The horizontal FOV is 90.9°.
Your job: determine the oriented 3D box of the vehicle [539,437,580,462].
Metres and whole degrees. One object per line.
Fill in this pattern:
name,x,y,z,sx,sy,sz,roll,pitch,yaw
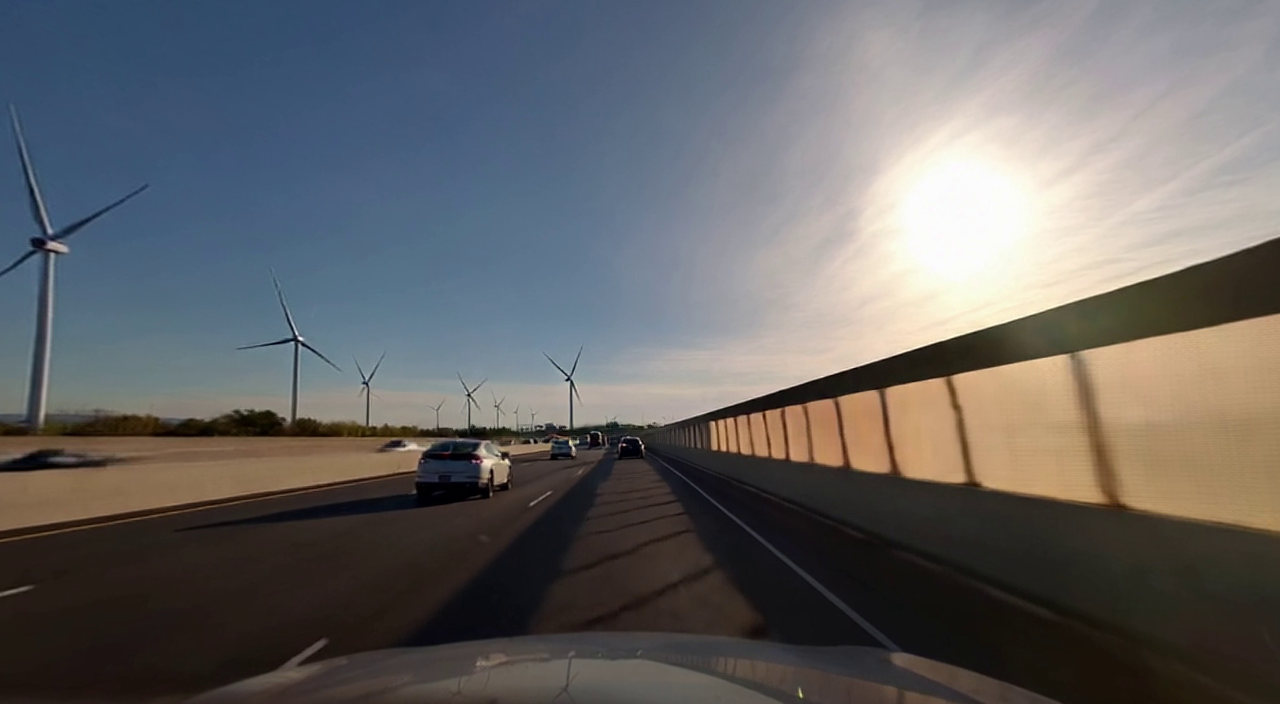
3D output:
vehicle,-4.884,5.938,38.645,2.059,1.436,3.802,0,-8,-1

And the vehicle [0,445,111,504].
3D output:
vehicle,-18.070,3.472,18.174,2.043,1.488,4.151,0,-8,-1

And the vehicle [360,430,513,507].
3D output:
vehicle,-4.403,2.578,14.532,1.998,1.468,4.635,0,-8,0

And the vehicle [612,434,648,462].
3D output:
vehicle,-0.588,5.667,37.442,2.027,1.550,3.607,0,-8,-1
